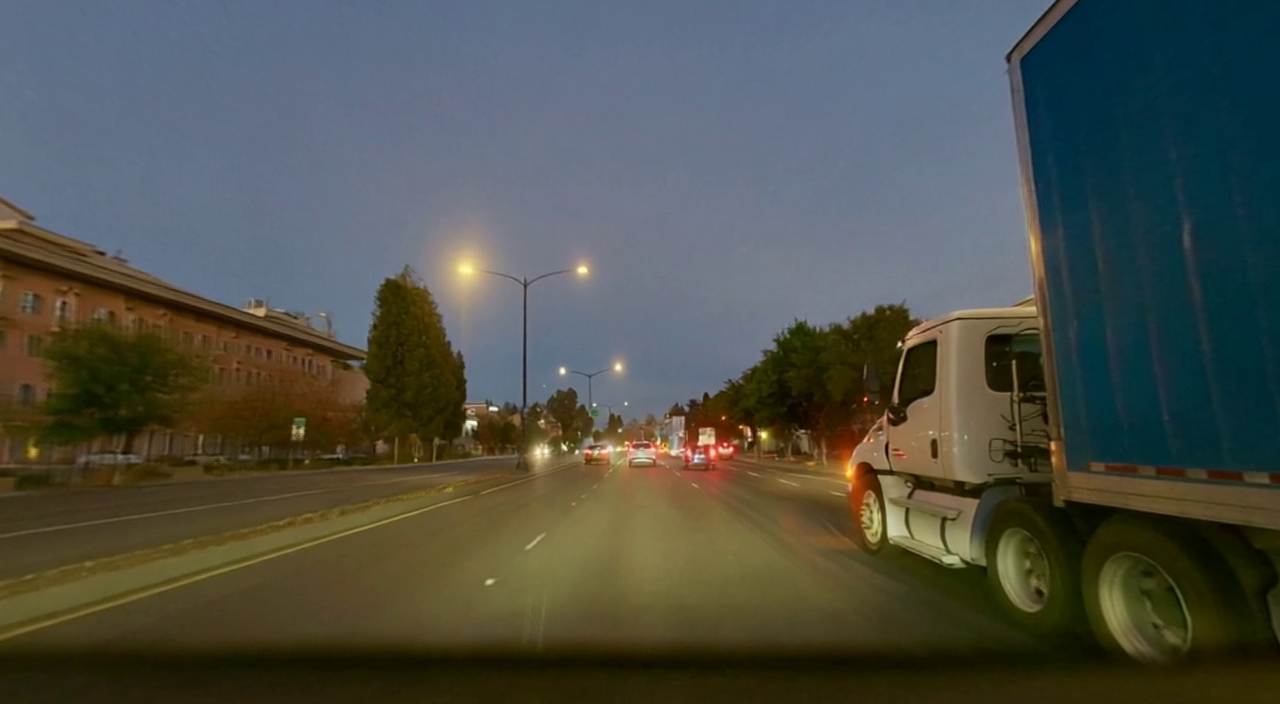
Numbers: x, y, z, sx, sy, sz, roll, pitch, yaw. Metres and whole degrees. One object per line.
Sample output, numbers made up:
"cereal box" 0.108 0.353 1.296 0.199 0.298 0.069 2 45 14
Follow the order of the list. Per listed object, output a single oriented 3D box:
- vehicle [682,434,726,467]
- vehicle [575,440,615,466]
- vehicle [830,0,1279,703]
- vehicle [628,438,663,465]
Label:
"vehicle" 3.908 6.125 39.337 2.196 1.908 4.412 0 -8 -1
"vehicle" -2.893 6.606 41.376 2.211 1.537 4.666 0 -8 1
"vehicle" 3.651 -0.198 3.017 3.006 3.679 8.506 0 -8 2
"vehicle" 0.362 6.755 42.873 2.276 1.704 3.925 0 -8 1
